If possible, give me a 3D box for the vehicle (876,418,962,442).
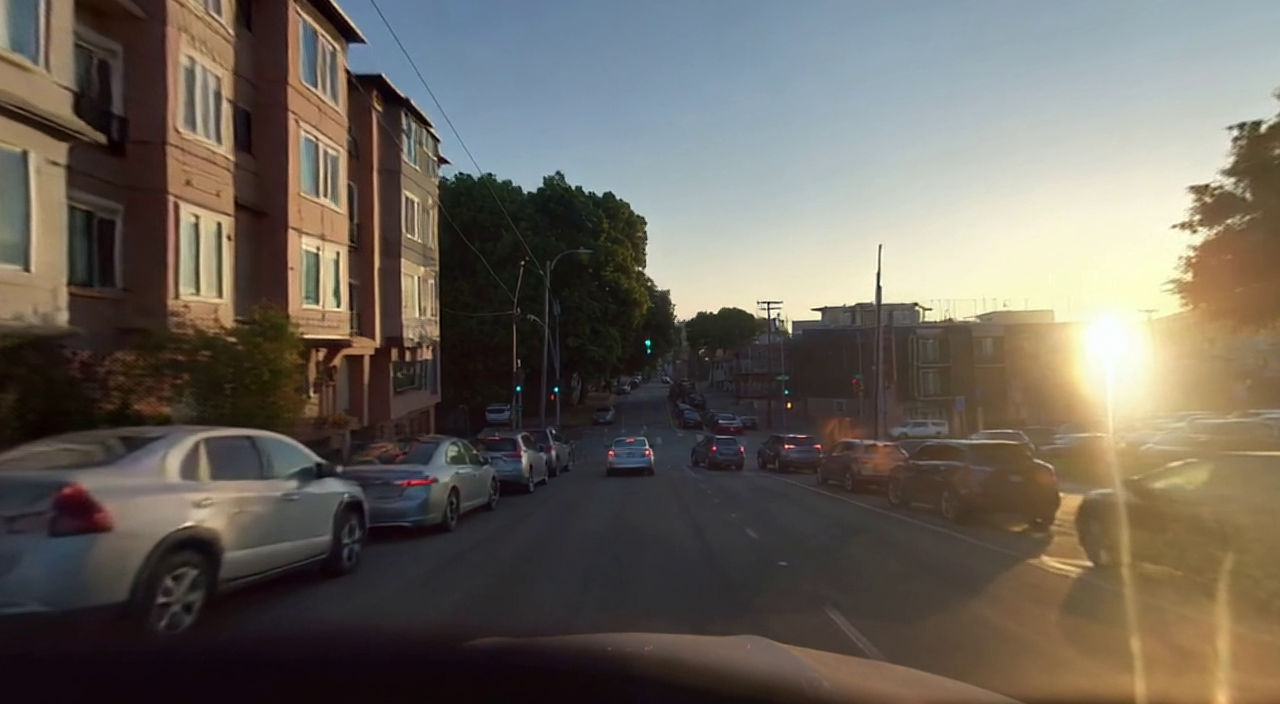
[{"bbox_3d":[18.460,5.228,41.875,4.738,1.537,1.960,-1,-9,3],"label":"vehicle"}]

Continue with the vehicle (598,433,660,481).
[{"bbox_3d":[-0.325,3.532,21.499,1.923,1.460,3.923,0,-8,0],"label":"vehicle"}]

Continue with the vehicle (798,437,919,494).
[{"bbox_3d":[6.193,3.265,18.508,1.962,1.438,4.440,0,-8,0],"label":"vehicle"}]

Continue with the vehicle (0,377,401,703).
[{"bbox_3d":[-3.714,1.240,5.220,1.831,1.650,3.852,0,-8,2],"label":"vehicle"}]

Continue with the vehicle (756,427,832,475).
[{"bbox_3d":[6.188,4.044,25.877,1.999,1.752,4.502,0,-8,0],"label":"vehicle"}]

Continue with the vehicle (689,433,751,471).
[{"bbox_3d":[3.250,4.193,26.649,2.055,1.450,4.676,0,-8,1],"label":"vehicle"}]

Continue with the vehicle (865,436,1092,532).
[{"bbox_3d":[6.116,2.410,12.135,1.938,1.487,4.371,0,-8,0],"label":"vehicle"}]

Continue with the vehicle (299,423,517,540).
[{"bbox_3d":[-3.449,2.013,10.452,1.869,1.491,4.458,0,-8,1],"label":"vehicle"}]

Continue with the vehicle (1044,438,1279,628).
[{"bbox_3d":[6.165,1.556,5.744,1.980,1.518,4.526,0,-8,0],"label":"vehicle"}]
